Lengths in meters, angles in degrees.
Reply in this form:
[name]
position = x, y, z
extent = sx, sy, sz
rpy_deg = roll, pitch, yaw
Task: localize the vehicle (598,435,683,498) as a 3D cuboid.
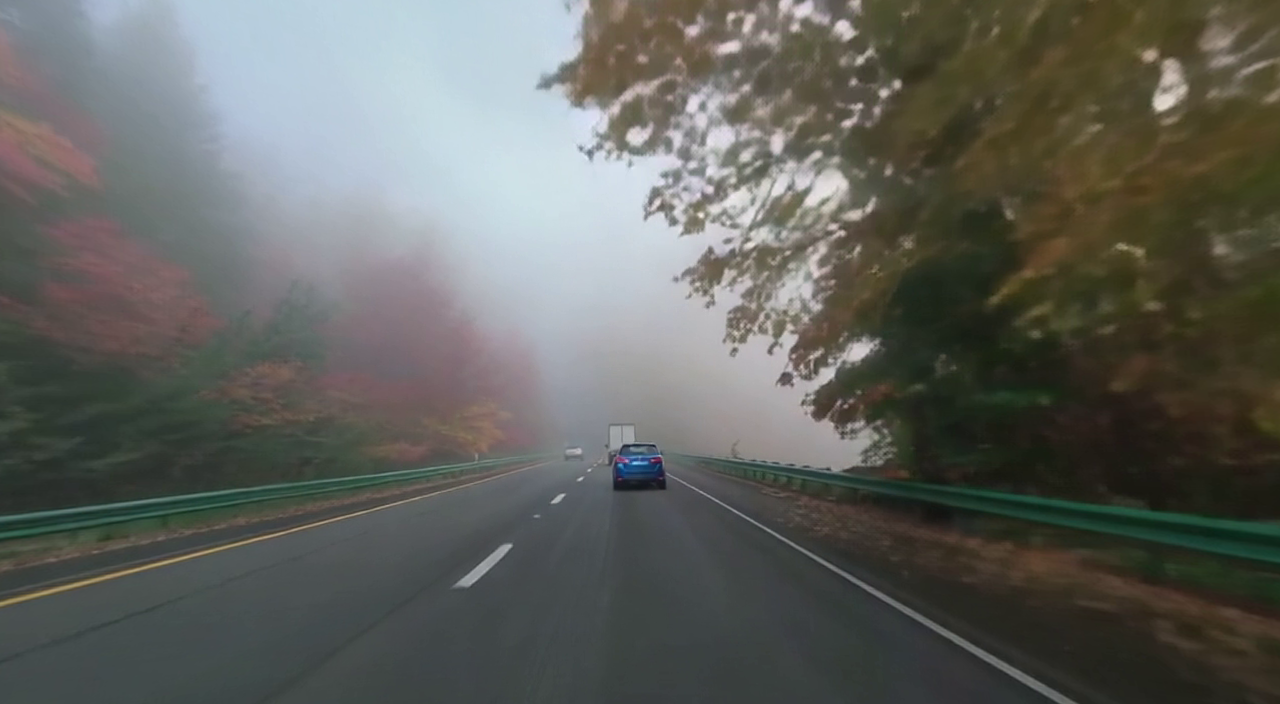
[vehicle]
position = -0.065, 3.073, 17.322
extent = 2.057, 1.516, 4.065
rpy_deg = 1, -8, -2
